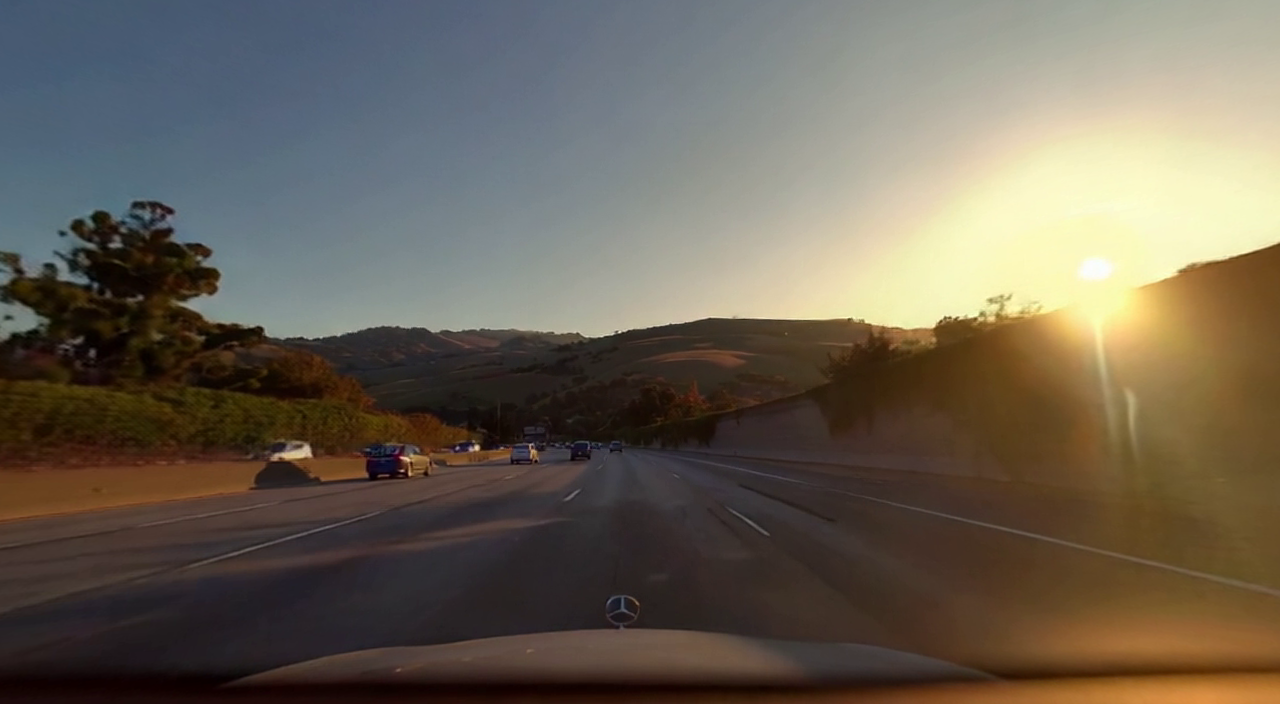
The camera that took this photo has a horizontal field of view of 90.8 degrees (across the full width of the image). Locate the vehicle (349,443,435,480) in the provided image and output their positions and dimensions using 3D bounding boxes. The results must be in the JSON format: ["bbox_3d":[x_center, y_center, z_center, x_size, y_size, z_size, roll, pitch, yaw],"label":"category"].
[{"bbox_3d":[-10.677,4.736,27.603,1.949,1.475,4.740,0,-9,-2],"label":"vehicle"}]

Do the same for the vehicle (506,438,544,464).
[{"bbox_3d":[-8.295,7.206,45.984,2.074,1.768,4.805,0,-9,-2],"label":"vehicle"}]
